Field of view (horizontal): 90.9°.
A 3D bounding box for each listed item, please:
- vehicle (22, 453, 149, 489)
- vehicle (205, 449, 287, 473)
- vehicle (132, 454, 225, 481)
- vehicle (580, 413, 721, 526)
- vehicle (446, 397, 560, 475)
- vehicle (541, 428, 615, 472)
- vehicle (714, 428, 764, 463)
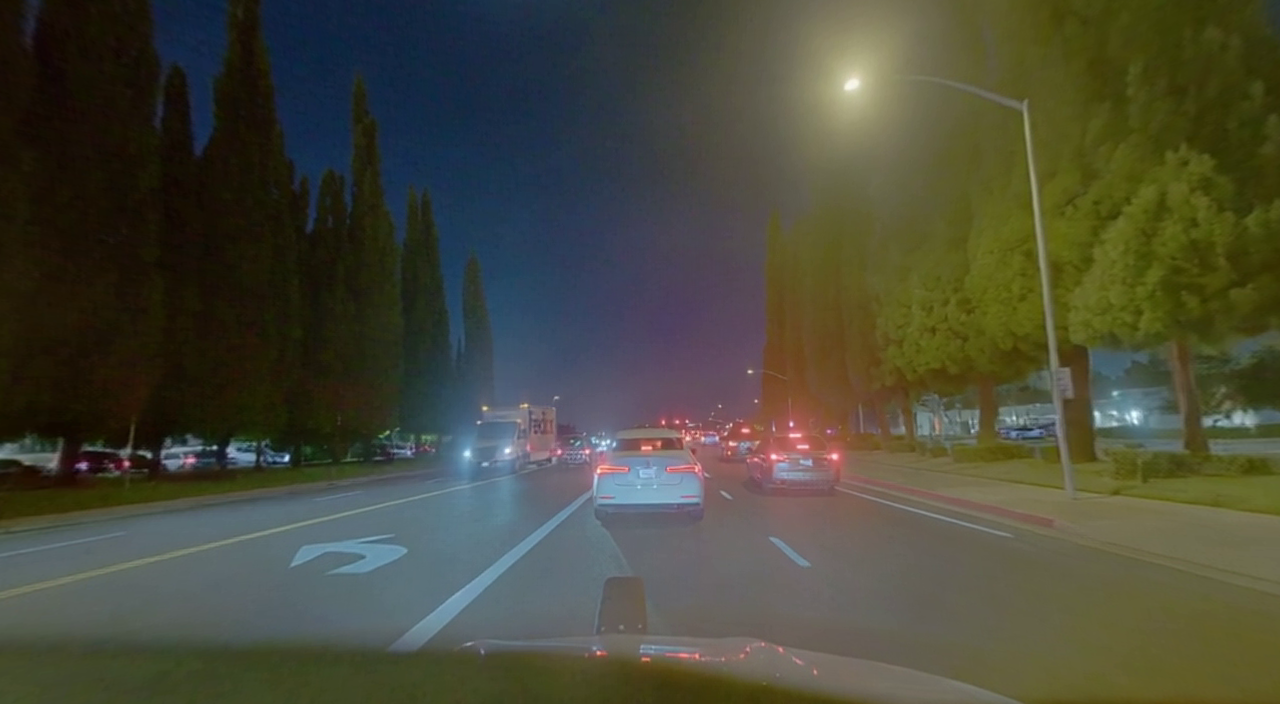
[{"bbox_3d":[-27.959,6.008,31.886,4.743,1.671,1.842,-1,-8,4],"label":"vehicle"},{"bbox_3d":[-26.313,7.280,42.178,4.398,1.532,1.769,-2,-8,7],"label":"vehicle"},{"bbox_3d":[-26.910,6.739,36.834,4.260,1.498,1.769,-2,-8,9],"label":"vehicle"},{"bbox_3d":[0.186,2.112,11.861,2.154,1.710,4.128,-1,-8,1],"label":"vehicle"},{"bbox_3d":[-6.505,4.297,31.906,2.961,3.316,9.483,-1,-8,5],"label":"vehicle"},{"bbox_3d":[-2.686,4.415,28.536,2.057,1.786,4.725,-2,-8,11],"label":"vehicle"},{"bbox_3d":[5.347,5.121,34.666,2.155,1.786,4.459,-1,-8,2],"label":"vehicle"}]
